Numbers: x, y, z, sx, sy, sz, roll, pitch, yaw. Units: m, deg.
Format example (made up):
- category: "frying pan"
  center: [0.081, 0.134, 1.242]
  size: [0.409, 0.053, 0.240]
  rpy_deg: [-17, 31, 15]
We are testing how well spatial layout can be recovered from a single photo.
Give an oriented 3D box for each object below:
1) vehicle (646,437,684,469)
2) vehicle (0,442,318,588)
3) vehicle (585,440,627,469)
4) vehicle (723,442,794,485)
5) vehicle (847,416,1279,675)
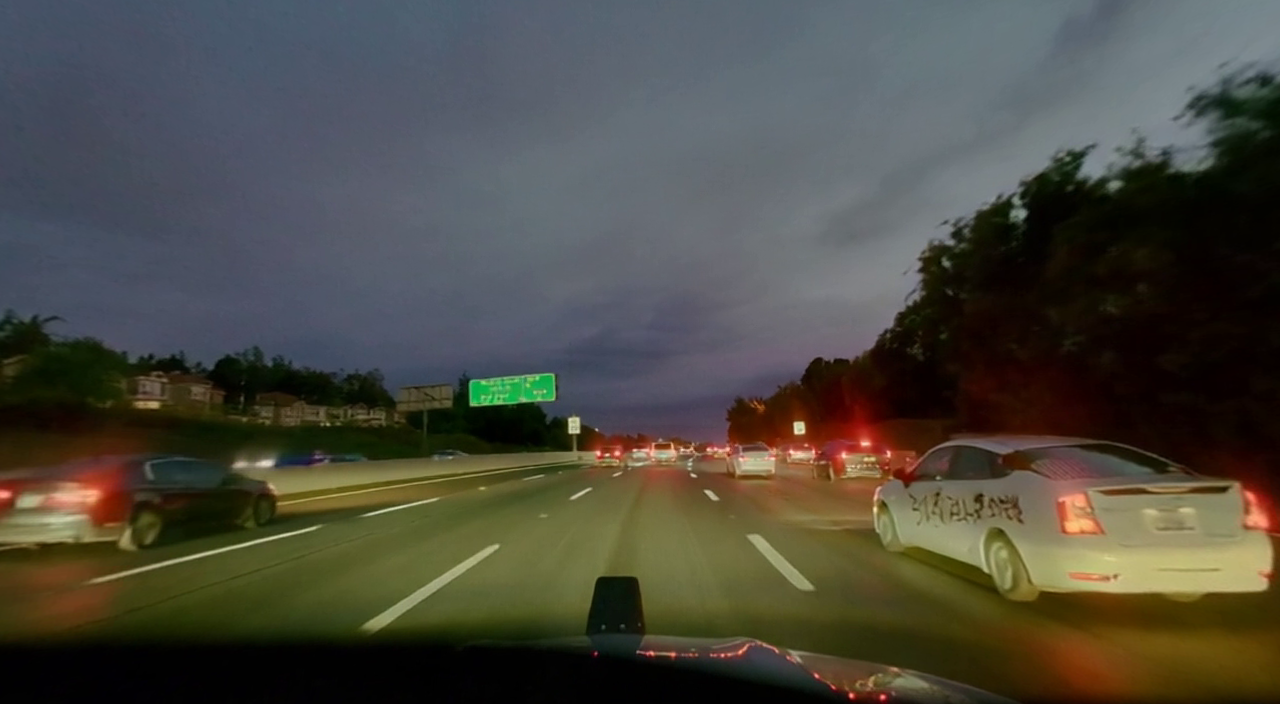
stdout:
- category: "vehicle"
  center: [1.531, 6.108, 38.278]
  size: [2.183, 1.764, 4.134]
  rpy_deg: [-1, -8, 3]
- category: "vehicle"
  center: [-6.785, 2.038, 8.882]
  size: [2.050, 1.507, 4.375]
  rpy_deg: [0, -8, 2]
- category: "vehicle"
  center: [-2.164, 6.667, 41.120]
  size: [2.070, 1.740, 4.678]
  rpy_deg: [-1, -8, 5]
- category: "vehicle"
  center: [4.251, 4.043, 23.199]
  size: [1.854, 1.438, 3.954]
  rpy_deg: [0, -8, 1]
- category: "vehicle"
  center: [3.607, 1.455, 5.922]
  size: [1.912, 1.509, 4.291]
  rpy_deg: [0, -8, 1]
